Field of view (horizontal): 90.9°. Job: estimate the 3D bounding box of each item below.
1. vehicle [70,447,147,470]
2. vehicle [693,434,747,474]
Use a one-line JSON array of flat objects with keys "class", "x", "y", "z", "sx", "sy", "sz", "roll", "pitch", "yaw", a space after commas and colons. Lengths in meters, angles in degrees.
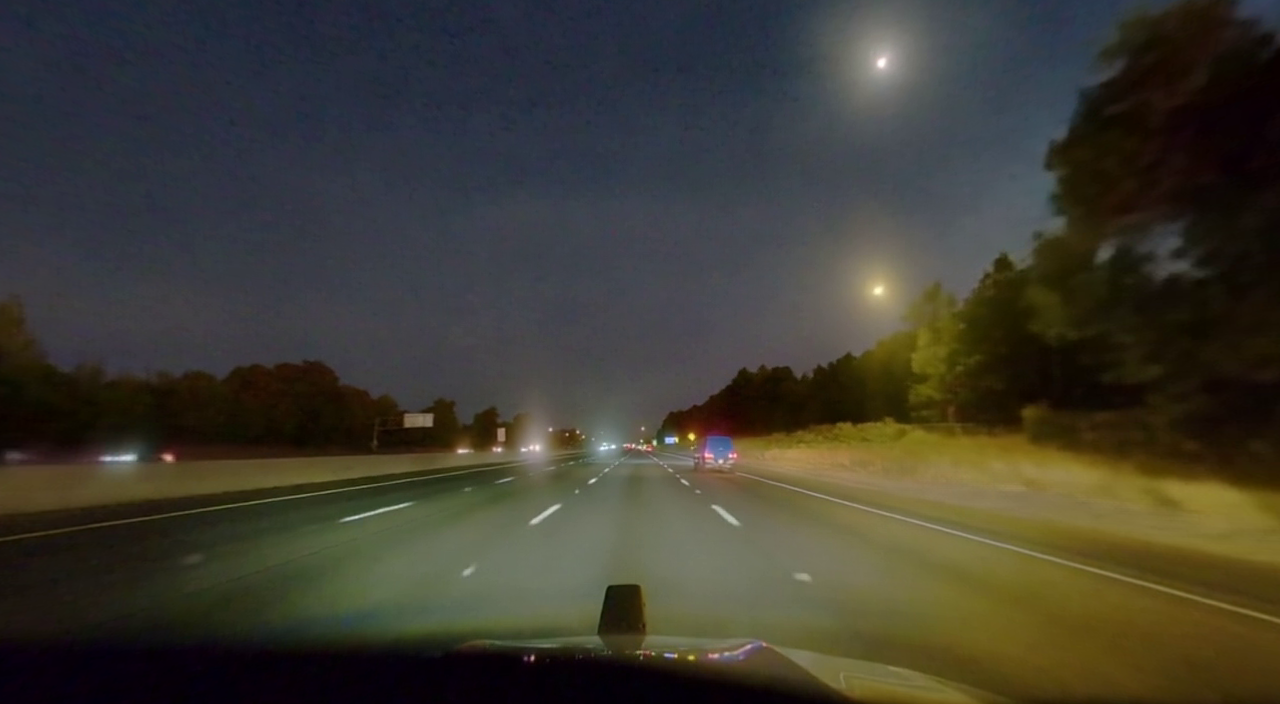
[{"class": "vehicle", "x": -36.619, "y": 7.347, "z": 43.576, "sx": 1.730, "sy": 1.425, "sz": 4.082, "roll": -1, "pitch": -8, "yaw": 0}, {"class": "vehicle", "x": 4.183, "y": 5.439, "z": 33.817, "sx": 2.172, "sy": 1.930, "sz": 4.879, "roll": 0, "pitch": -8, "yaw": -1}]
